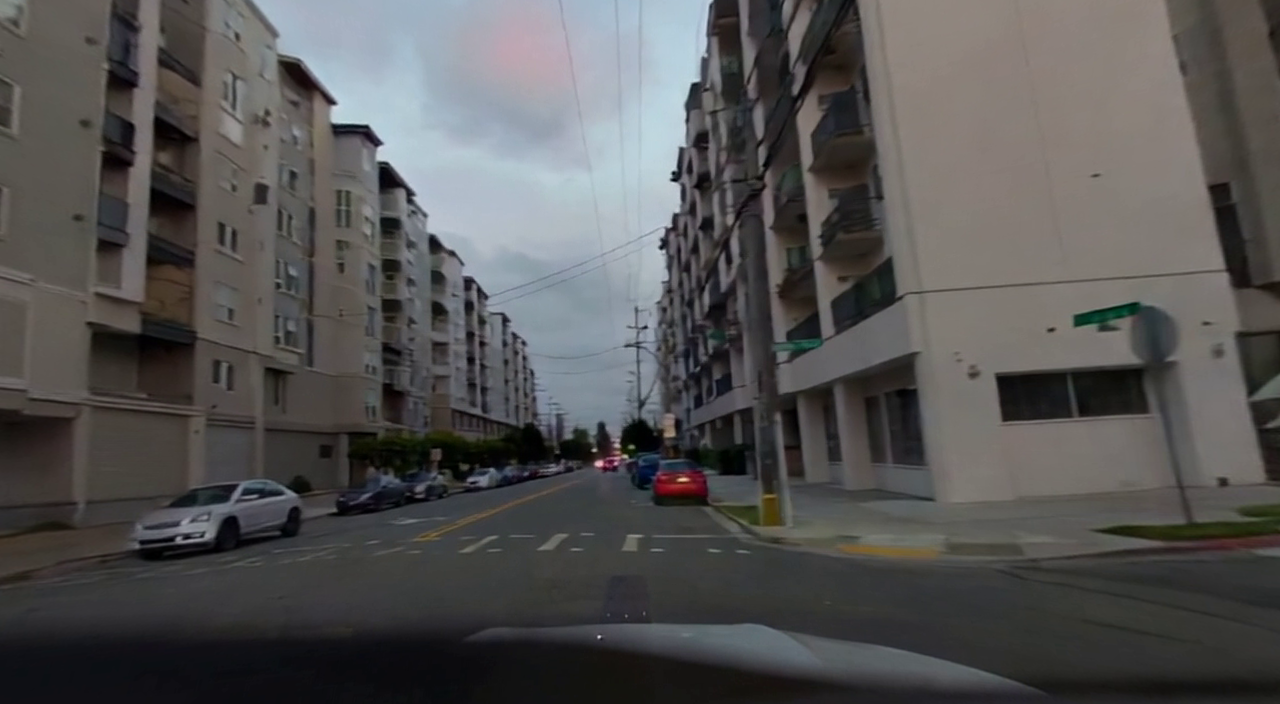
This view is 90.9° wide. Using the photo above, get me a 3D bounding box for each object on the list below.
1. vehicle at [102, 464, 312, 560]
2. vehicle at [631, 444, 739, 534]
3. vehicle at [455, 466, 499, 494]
[{"bbox_3d":[-10.440,3.831,15.777,2.140,1.874,4.475,0,-9,-2],"label":"vehicle"},{"bbox_3d":[0.929,3.231,15.559,2.164,1.721,4.416,-4,-9,-1],"label":"vehicle"},{"bbox_3d":[-10.886,8.540,42.380,2.032,1.641,4.162,0,-9,-2],"label":"vehicle"}]
